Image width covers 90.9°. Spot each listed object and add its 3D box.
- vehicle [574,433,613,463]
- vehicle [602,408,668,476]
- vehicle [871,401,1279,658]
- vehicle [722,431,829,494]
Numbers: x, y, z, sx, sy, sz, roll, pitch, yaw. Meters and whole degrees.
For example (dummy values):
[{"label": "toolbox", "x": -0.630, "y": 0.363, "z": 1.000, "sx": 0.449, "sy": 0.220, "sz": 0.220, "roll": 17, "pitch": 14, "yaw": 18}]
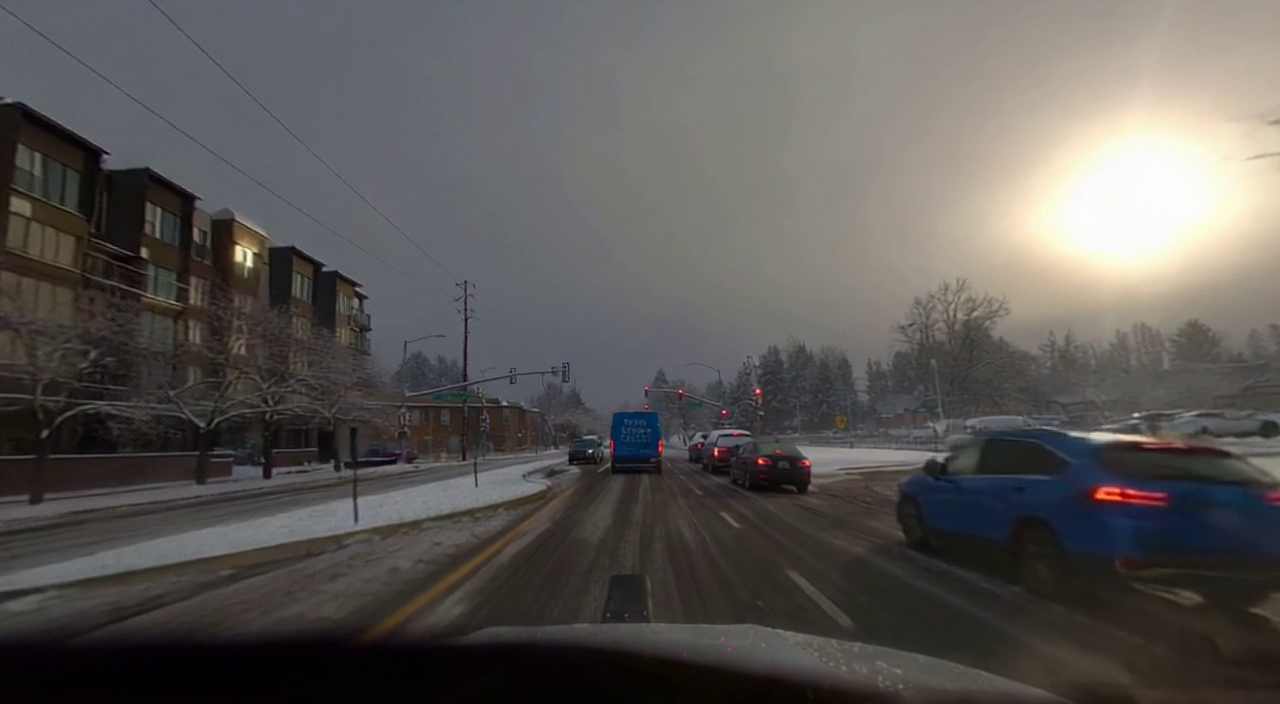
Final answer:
[{"label": "vehicle", "x": -2.828, "y": 5.987, "z": 39.424, "sx": 2.203, "sy": 1.786, "sz": 4.249, "roll": 0, "pitch": -8, "yaw": -1}, {"label": "vehicle", "x": -0.097, "y": 3.686, "z": 25.707, "sx": 2.422, "sy": 2.488, "sz": 4.992, "roll": 0, "pitch": -8, "yaw": 2}, {"label": "vehicle", "x": 4.174, "y": 1.411, "z": 6.251, "sx": 1.967, "sy": 1.506, "sz": 4.968, "roll": 0, "pitch": -8, "yaw": 1}, {"label": "vehicle", "x": 3.554, "y": 2.991, "z": 17.417, "sx": 1.951, "sy": 1.483, "sz": 4.582, "roll": 0, "pitch": -8, "yaw": 0}]
